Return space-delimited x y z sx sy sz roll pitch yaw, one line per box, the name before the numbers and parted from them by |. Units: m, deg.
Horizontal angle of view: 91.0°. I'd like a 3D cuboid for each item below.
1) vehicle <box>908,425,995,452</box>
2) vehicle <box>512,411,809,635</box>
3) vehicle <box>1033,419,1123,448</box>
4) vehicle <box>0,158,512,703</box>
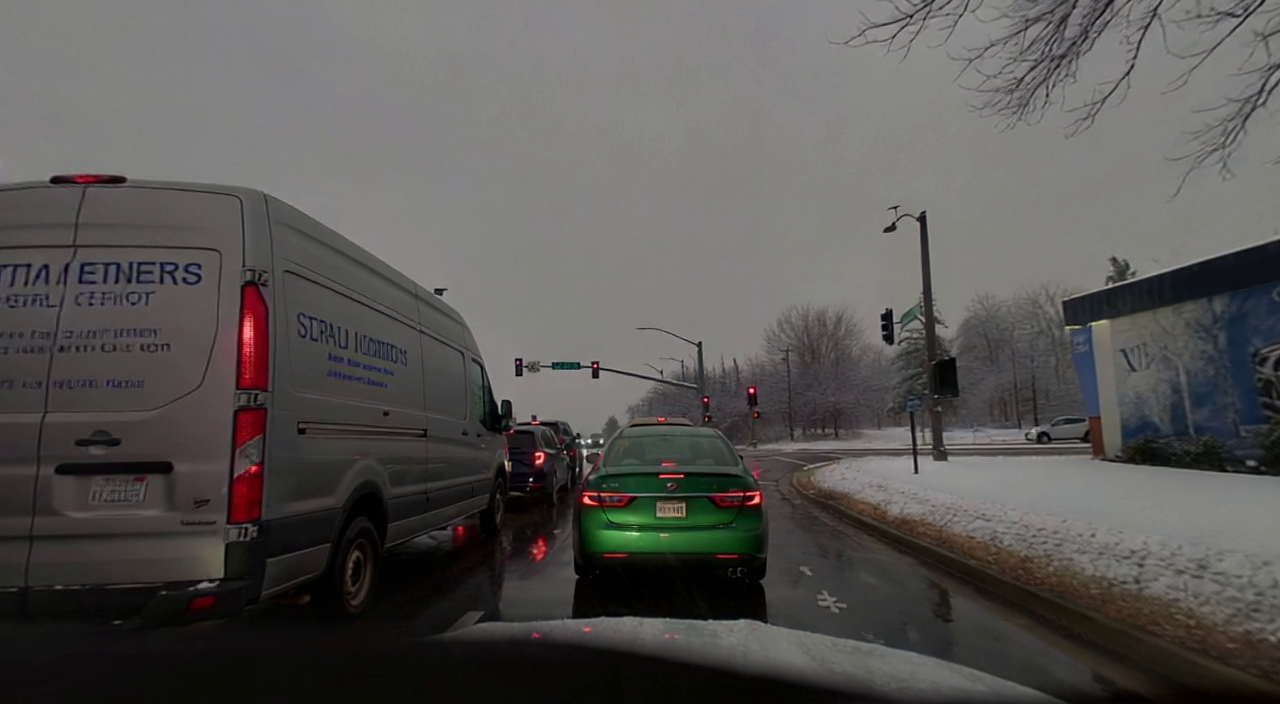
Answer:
vehicle | 21.972 6.157 44.520 5.021 1.848 2.210 1 -9 -9
vehicle | 0.308 1.690 7.314 2.398 1.773 4.254 -1 -8 4
vehicle | 32.087 6.031 46.131 5.084 2.041 2.360 2 -9 -10
vehicle | -3.119 0.916 5.854 2.555 3.035 5.702 0 -8 0
